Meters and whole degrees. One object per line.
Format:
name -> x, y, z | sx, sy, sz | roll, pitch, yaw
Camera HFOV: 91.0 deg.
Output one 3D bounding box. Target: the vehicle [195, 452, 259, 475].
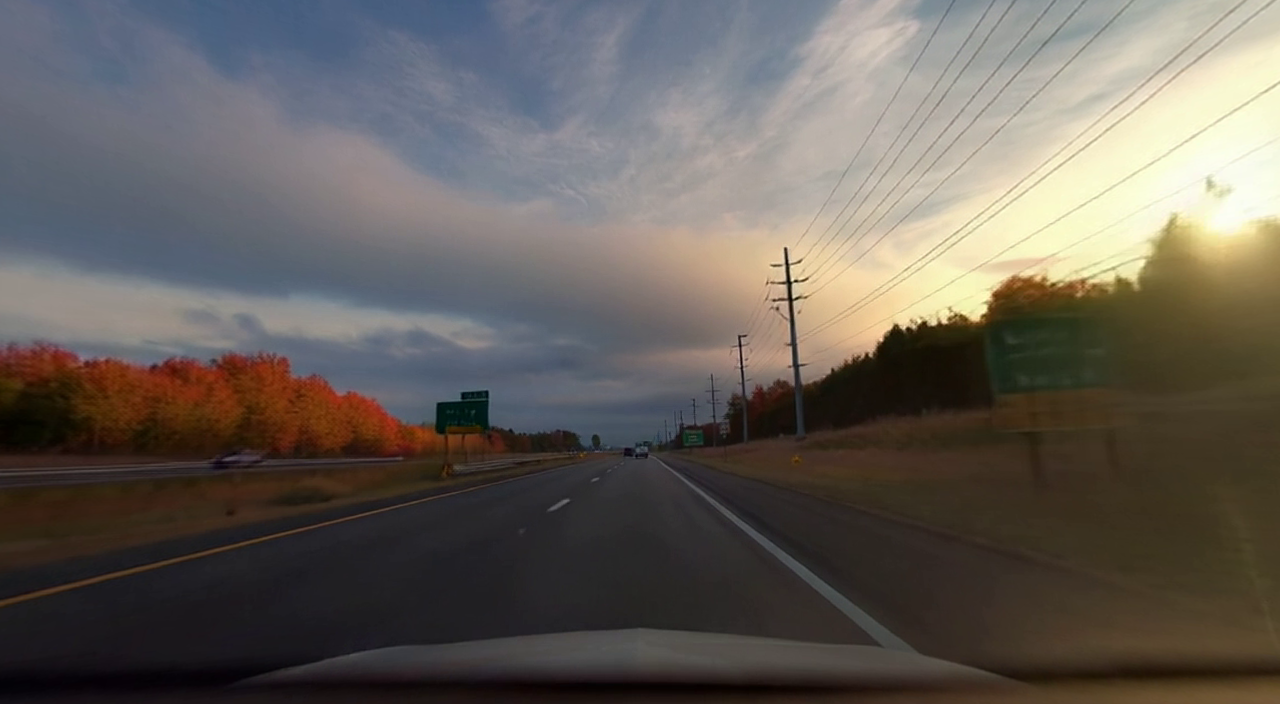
vehicle -> -31.967, 8.650, 48.914 | 1.885, 1.634, 4.501 | 0, -9, 1
